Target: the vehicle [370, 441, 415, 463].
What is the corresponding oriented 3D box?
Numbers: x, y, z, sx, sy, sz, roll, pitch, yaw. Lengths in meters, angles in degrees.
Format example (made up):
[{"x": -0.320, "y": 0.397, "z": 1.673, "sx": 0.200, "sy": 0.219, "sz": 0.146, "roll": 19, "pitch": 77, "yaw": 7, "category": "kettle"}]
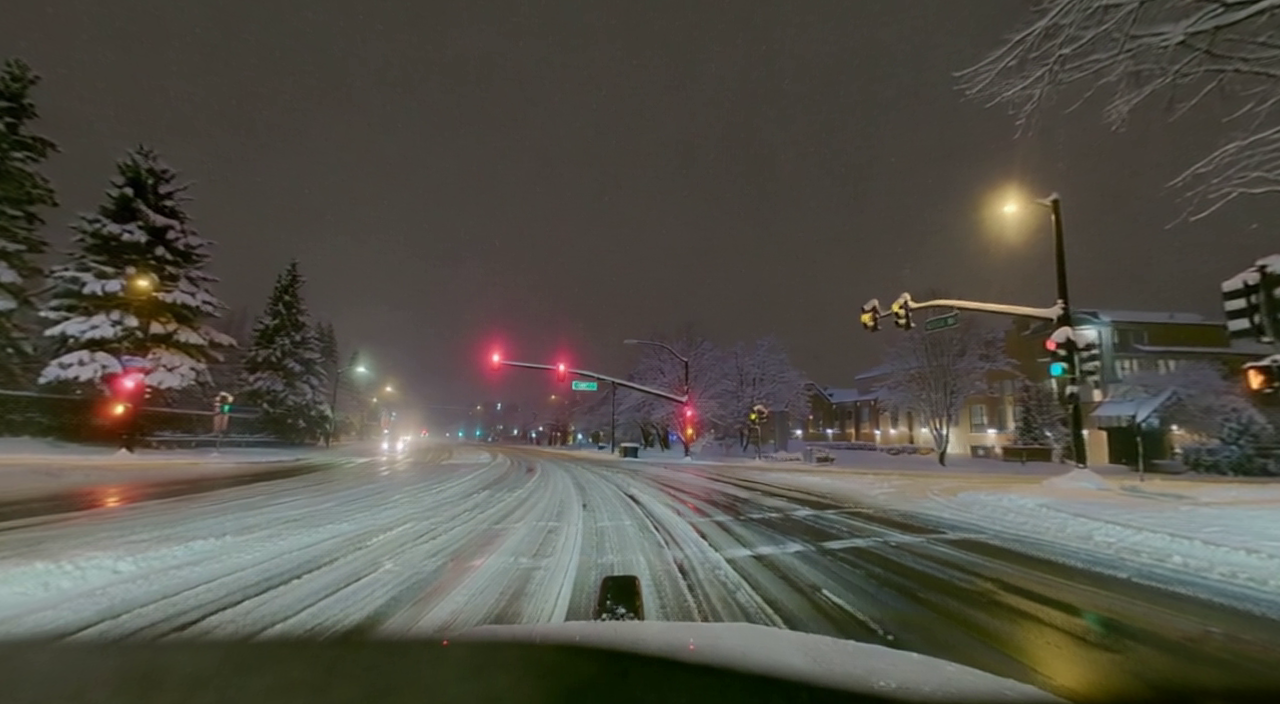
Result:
[{"x": -17.187, "y": 6.949, "z": 44.051, "sx": 1.969, "sy": 1.464, "sz": 4.485, "roll": 1, "pitch": -9, "yaw": -10, "category": "vehicle"}]
